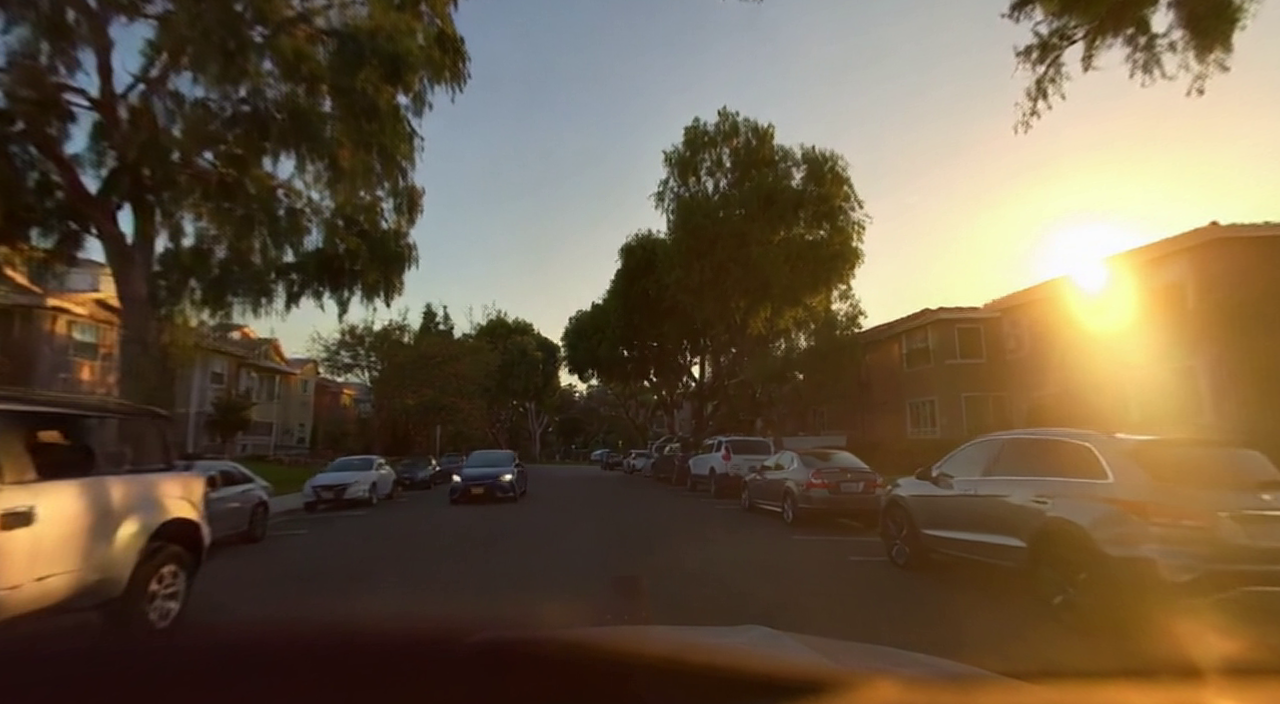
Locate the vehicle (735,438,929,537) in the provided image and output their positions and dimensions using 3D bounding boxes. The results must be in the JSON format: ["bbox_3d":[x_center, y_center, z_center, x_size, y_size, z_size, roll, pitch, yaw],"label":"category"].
[{"bbox_3d":[3.434,2.499,12.363,1.876,1.538,4.447,1,-9,-8],"label":"vehicle"}]

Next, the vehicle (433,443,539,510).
[{"bbox_3d":[-3.864,3.193,16.702,1.971,1.476,4.593,0,-9,-4],"label":"vehicle"}]

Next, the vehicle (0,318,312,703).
[{"bbox_3d":[-4.271,1.022,3.929,2.197,2.047,4.985,0,-9,-6],"label":"vehicle"}]

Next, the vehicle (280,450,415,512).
[{"bbox_3d":[-8.088,3.559,17.983,2.119,1.476,4.588,1,-9,-7],"label":"vehicle"}]

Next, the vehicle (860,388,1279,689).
[{"bbox_3d":[4.113,1.423,6.074,1.937,1.722,4.575,0,-9,-6],"label":"vehicle"}]
